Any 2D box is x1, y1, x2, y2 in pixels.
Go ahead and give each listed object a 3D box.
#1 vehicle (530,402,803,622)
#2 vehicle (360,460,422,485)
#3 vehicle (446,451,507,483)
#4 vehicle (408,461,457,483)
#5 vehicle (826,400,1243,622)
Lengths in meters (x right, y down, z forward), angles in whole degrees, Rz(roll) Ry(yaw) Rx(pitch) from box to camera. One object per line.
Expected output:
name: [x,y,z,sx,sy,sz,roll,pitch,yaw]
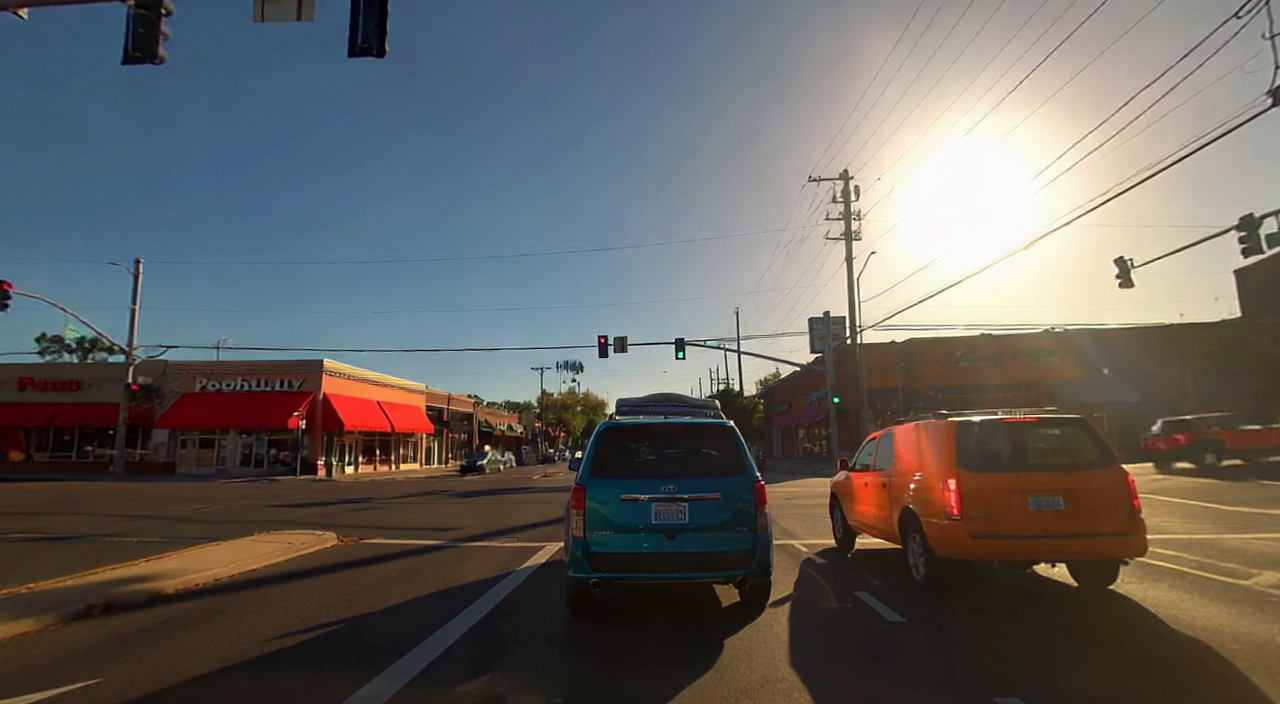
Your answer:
vehicle: [0.251,1.512,6.829,2.098,1.682,3.778,0,-8,2]
vehicle: [-16.253,7.838,41.380,1.872,1.433,4.404,-1,-8,7]
vehicle: [-9.548,6.759,37.272,2.023,1.713,4.451,-1,-8,6]
vehicle: [-15.490,8.955,47.270,1.875,1.475,4.449,-1,-8,5]
vehicle: [3.614,1.514,6.950,1.976,1.664,4.189,-1,-8,2]
